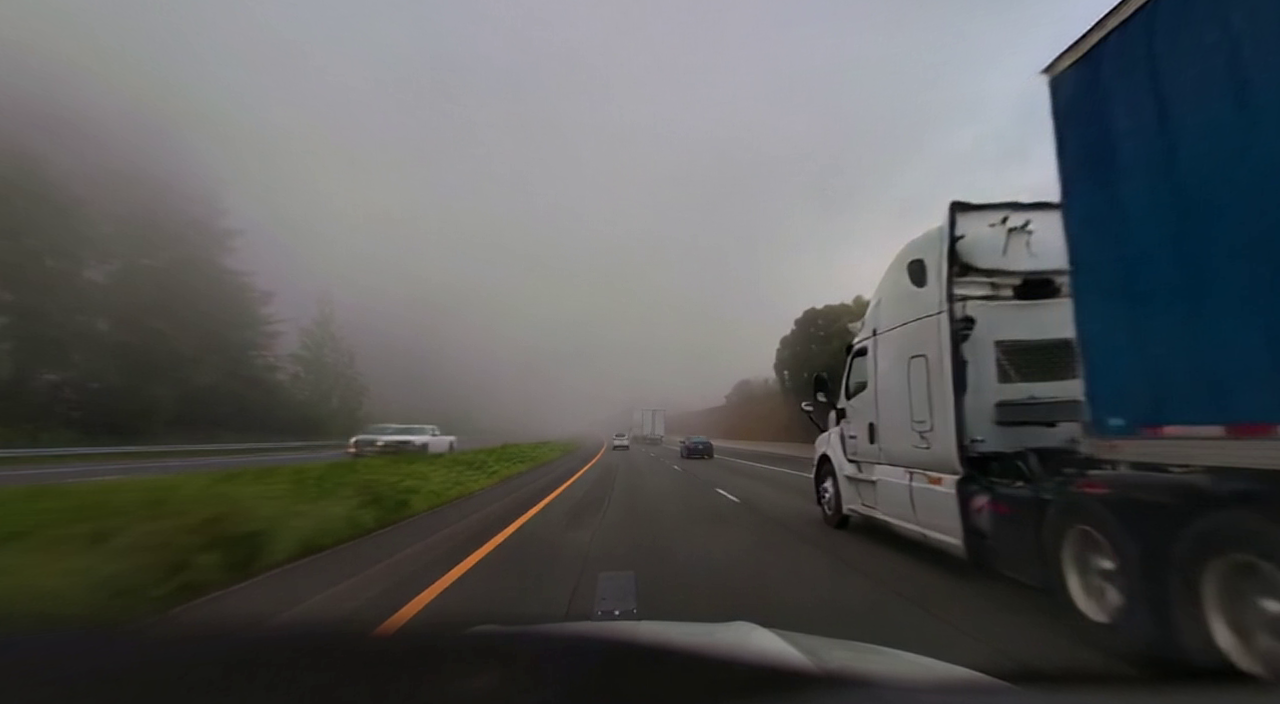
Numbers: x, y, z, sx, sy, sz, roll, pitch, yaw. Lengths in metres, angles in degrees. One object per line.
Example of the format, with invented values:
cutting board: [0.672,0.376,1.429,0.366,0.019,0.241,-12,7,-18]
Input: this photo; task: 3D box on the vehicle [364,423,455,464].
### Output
vehicle: [-8.926,3.578,24.835,1.989,1.462,4.329,0,-7,-1]

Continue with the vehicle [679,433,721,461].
vehicle: [3.339,5.356,35.865,1.813,1.454,4.197,0,-7,-3]

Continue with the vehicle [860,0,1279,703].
vehicle: [4.348,-0.653,0.661,2.965,4.033,14.299,0,-7,-1]
